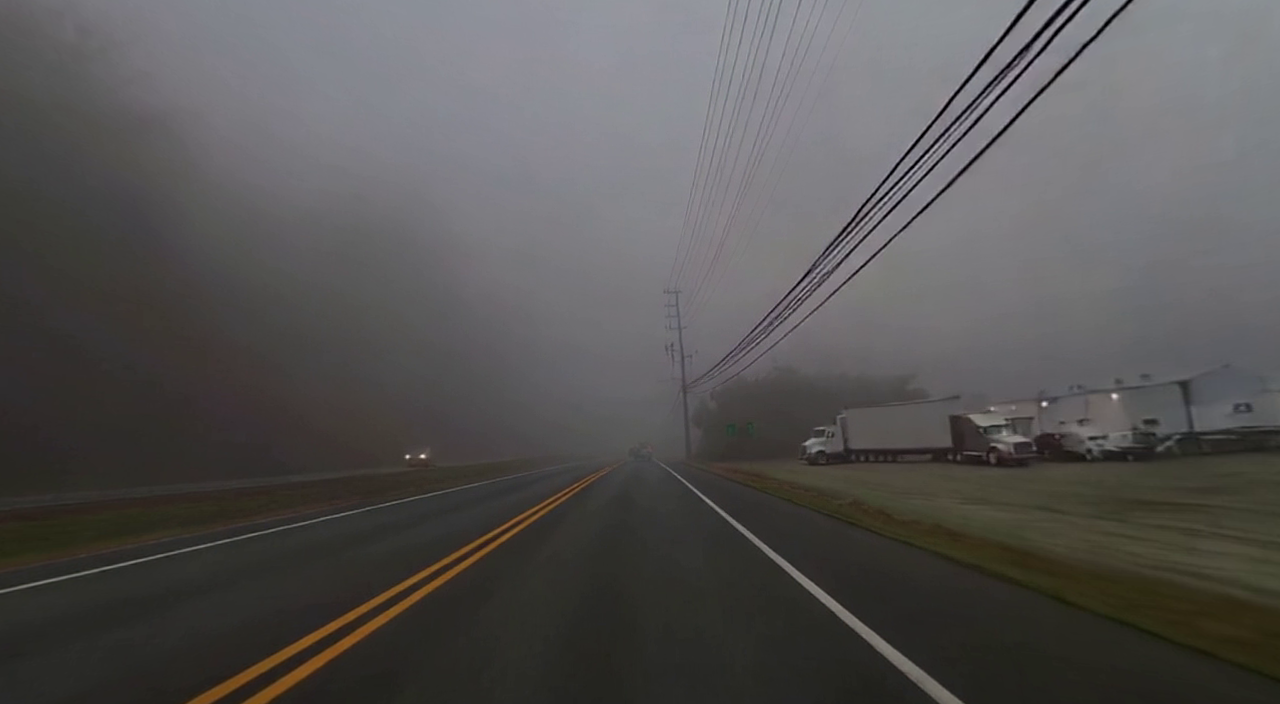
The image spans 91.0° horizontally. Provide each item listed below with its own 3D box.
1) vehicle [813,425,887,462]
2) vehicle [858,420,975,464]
[{"bbox_3d":[15.662,6.950,47.586,2.923,2.494,7.148,-1,-8,-2],"label":"vehicle"},{"bbox_3d":[15.848,5.316,37.009,3.199,2.263,8.199,0,-9,0],"label":"vehicle"}]
